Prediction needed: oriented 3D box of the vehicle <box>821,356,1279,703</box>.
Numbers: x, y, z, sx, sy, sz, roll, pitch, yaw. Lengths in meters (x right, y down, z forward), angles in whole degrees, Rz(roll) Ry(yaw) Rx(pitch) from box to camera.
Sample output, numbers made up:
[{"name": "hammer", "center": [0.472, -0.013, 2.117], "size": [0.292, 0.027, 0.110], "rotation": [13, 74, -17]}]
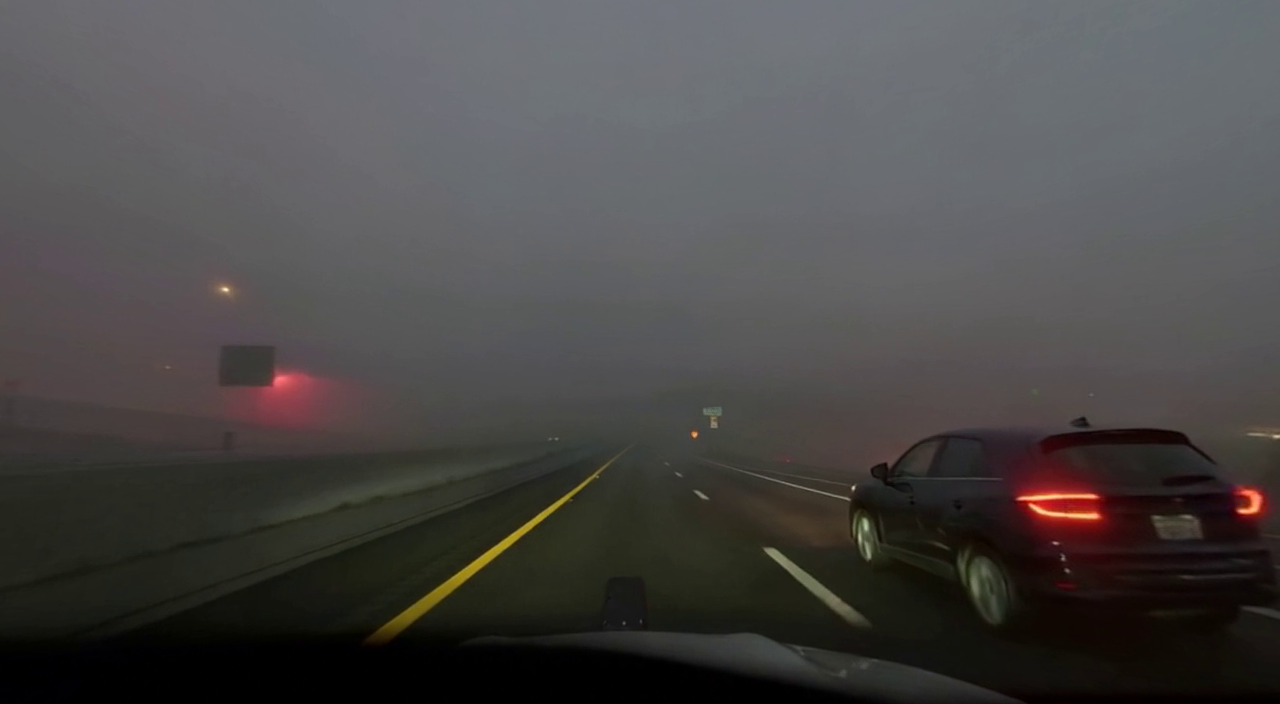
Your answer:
[{"name": "vehicle", "center": [3.134, 1.176, 5.197], "size": [2.059, 1.715, 4.192], "rotation": [0, -8, 1]}]
